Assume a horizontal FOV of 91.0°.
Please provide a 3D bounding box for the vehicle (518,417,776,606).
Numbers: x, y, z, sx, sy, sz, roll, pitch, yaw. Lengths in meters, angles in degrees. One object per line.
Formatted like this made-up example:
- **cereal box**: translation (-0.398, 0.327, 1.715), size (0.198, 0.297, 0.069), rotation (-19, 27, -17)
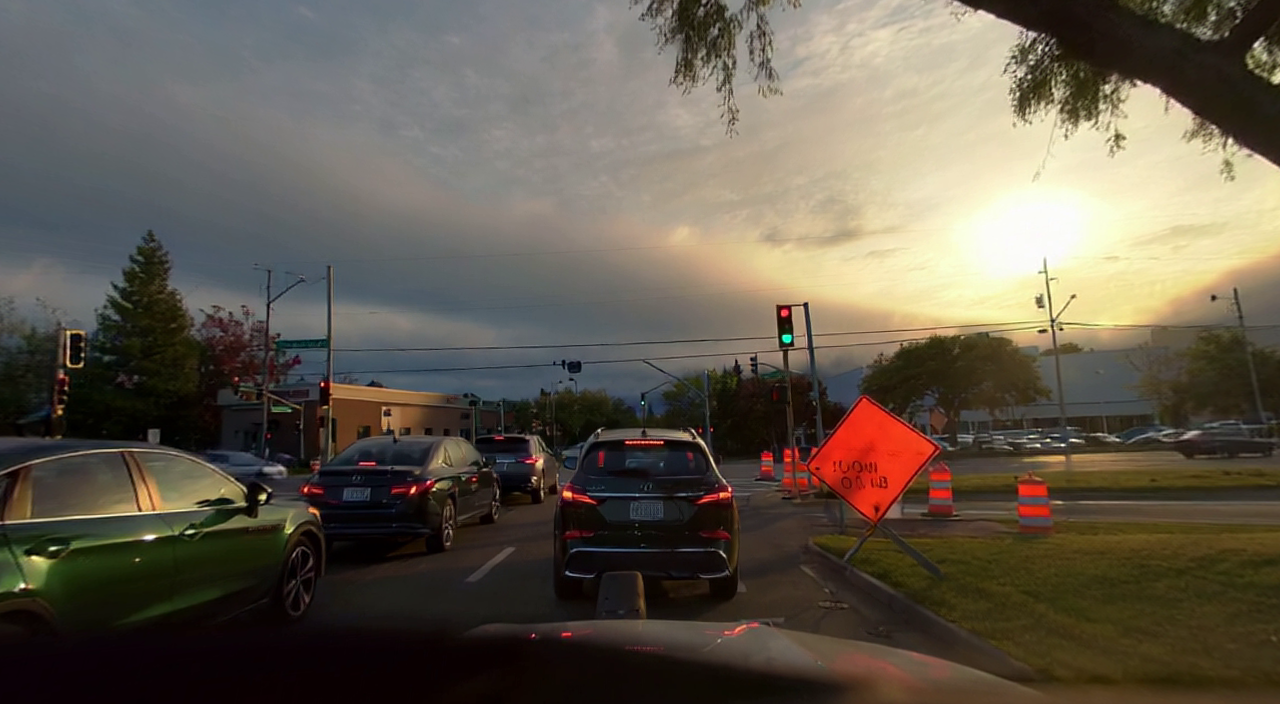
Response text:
- **vehicle**: translation (0.102, 1.623, 7.213), size (2.167, 1.560, 3.676), rotation (0, -9, 1)

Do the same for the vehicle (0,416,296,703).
- **vehicle**: translation (-3.587, 0.947, 2.152), size (2.064, 1.497, 4.722), rotation (0, -9, 1)

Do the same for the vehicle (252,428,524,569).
- **vehicle**: translation (-3.277, 1.996, 9.452), size (1.989, 1.541, 4.626), rotation (0, -9, 2)

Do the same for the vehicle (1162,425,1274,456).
- **vehicle**: translation (37.408, 5.762, 40.857), size (5.082, 1.907, 2.115), rotation (0, -9, 1)

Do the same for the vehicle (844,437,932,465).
- **vehicle**: translation (15.986, 6.400, 40.715), size (4.827, 1.729, 1.986), rotation (0, -9, 1)
